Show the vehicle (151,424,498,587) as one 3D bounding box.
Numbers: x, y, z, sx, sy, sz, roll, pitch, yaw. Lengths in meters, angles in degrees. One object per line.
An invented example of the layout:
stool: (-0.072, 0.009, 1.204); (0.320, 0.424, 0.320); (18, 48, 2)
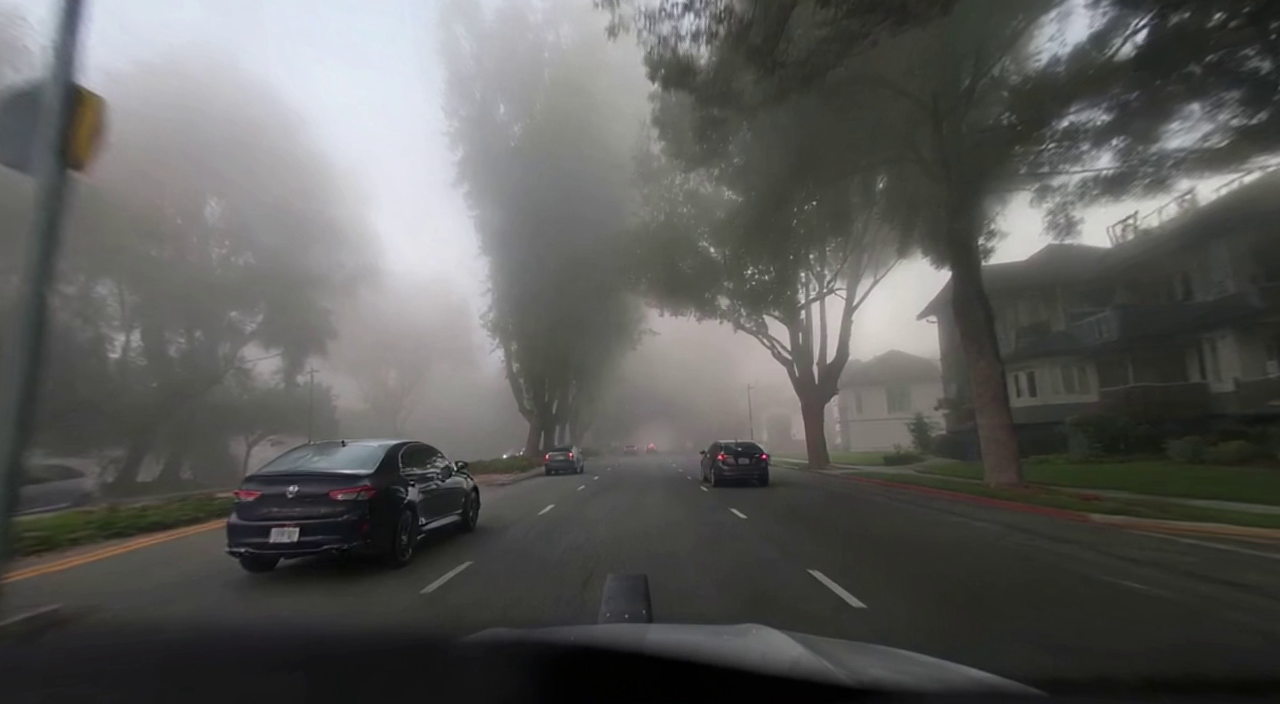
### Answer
vehicle: (-3.413, 1.737, 8.047); (2.053, 1.480, 4.381); (0, -8, 2)

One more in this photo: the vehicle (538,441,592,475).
vehicle: (-3.547, 5.085, 30.576); (1.988, 1.497, 4.404); (0, -8, 2)

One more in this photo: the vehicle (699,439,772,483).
vehicle: (3.476, 4.066, 23.883); (2.010, 1.486, 4.498); (0, -8, -1)
